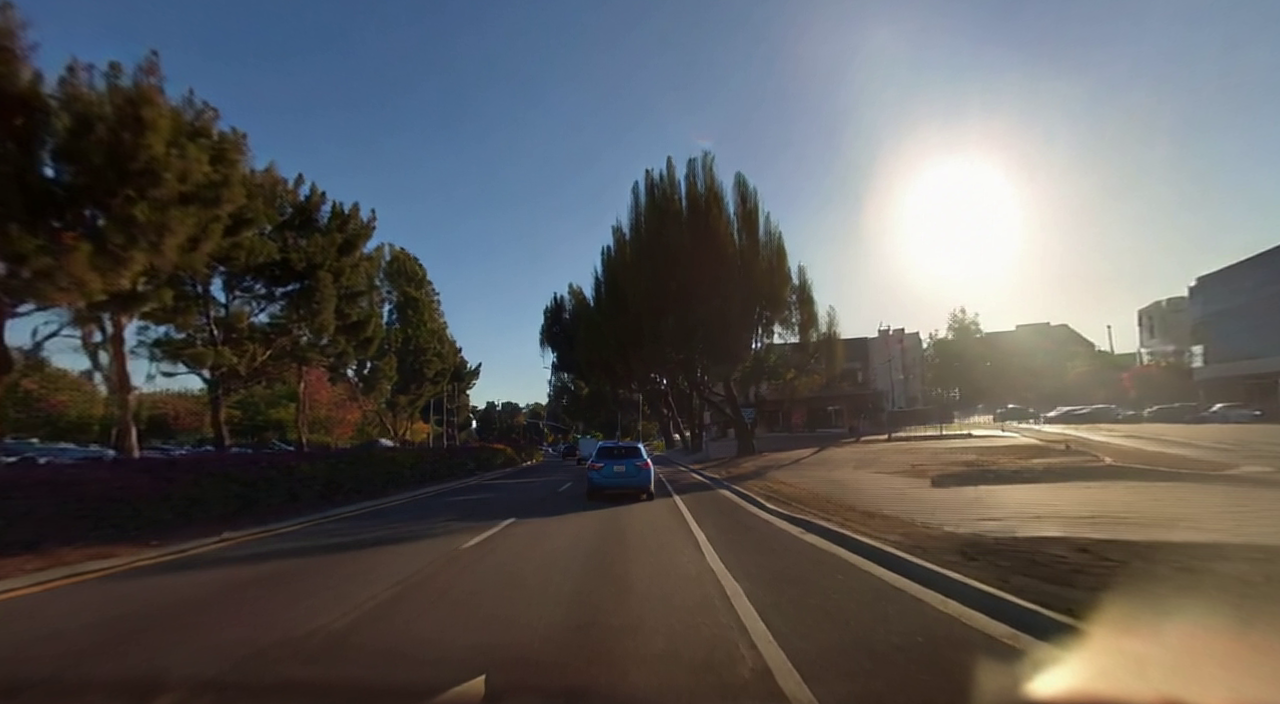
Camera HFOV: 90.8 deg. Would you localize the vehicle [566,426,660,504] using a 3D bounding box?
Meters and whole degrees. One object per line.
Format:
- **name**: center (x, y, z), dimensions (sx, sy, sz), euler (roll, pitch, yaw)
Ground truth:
- **vehicle**: center (-0.626, 2.874, 16.471), dimensions (2.131, 1.761, 4.242), euler (0, -8, -1)
